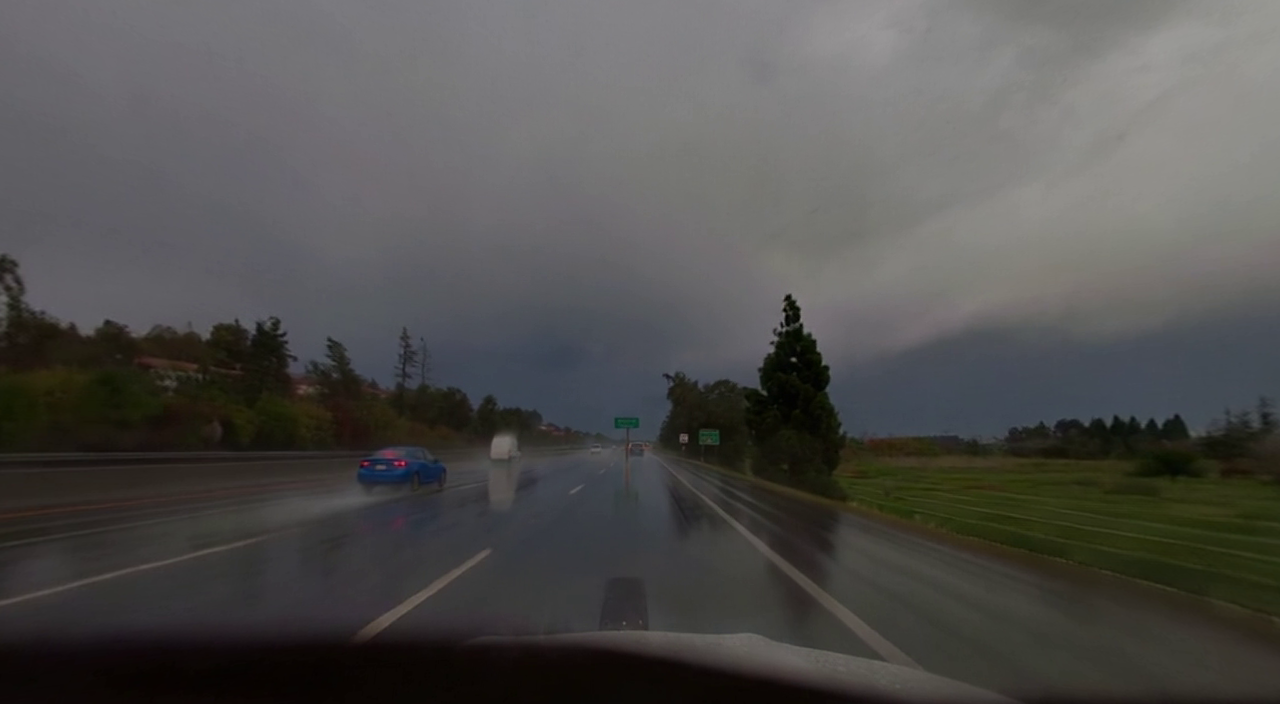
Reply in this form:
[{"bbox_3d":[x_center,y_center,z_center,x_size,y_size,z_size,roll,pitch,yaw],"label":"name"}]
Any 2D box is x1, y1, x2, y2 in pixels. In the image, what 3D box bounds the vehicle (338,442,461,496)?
[{"bbox_3d":[-7.399,3.636,20.031,1.981,1.486,4.735,0,-8,1],"label":"vehicle"}]
